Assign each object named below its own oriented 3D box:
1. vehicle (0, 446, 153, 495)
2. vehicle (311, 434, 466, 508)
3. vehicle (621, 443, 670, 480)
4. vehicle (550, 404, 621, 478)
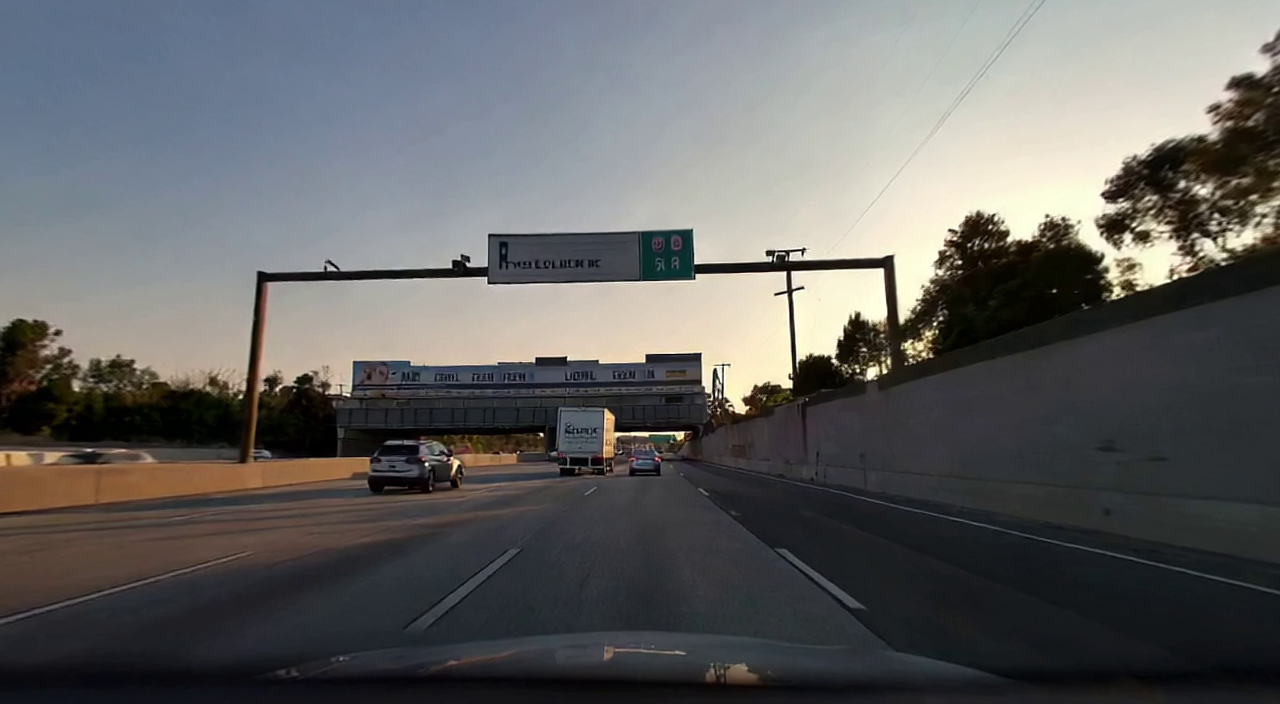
[{"bbox_3d":[-19.258,3.936,21.359,1.893,1.454,4.479,0,-9,0],"label":"vehicle"},{"bbox_3d":[-6.380,3.073,16.687,2.124,1.674,4.541,0,-9,1],"label":"vehicle"},{"bbox_3d":[0.256,5.151,29.855,2.168,1.597,3.615,0,-9,1],"label":"vehicle"},{"bbox_3d":[-2.713,4.874,34.064,2.794,3.460,8.595,0,-9,2],"label":"vehicle"}]
